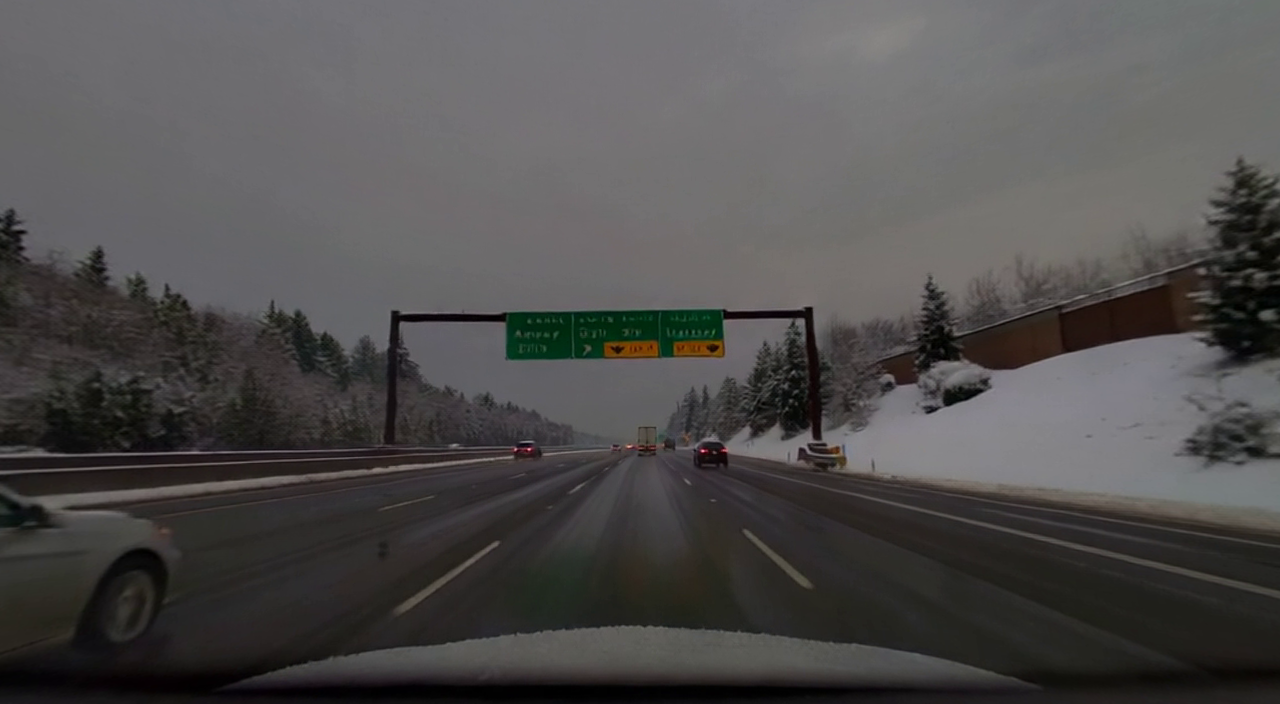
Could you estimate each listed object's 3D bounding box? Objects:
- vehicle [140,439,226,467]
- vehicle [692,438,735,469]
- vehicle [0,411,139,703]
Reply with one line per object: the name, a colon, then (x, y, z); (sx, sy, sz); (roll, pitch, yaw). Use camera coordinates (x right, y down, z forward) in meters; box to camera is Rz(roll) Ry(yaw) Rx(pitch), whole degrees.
vehicle: (-32.202, 7.115, 44.449); (2.228, 1.813, 5.001); (0, -8, 1)
vehicle: (4.202, 5.877, 36.494); (2.046, 1.655, 4.143); (0, -9, 0)
vehicle: (-4.049, 0.839, 1.697); (1.947, 1.479, 4.114); (0, -8, 0)
